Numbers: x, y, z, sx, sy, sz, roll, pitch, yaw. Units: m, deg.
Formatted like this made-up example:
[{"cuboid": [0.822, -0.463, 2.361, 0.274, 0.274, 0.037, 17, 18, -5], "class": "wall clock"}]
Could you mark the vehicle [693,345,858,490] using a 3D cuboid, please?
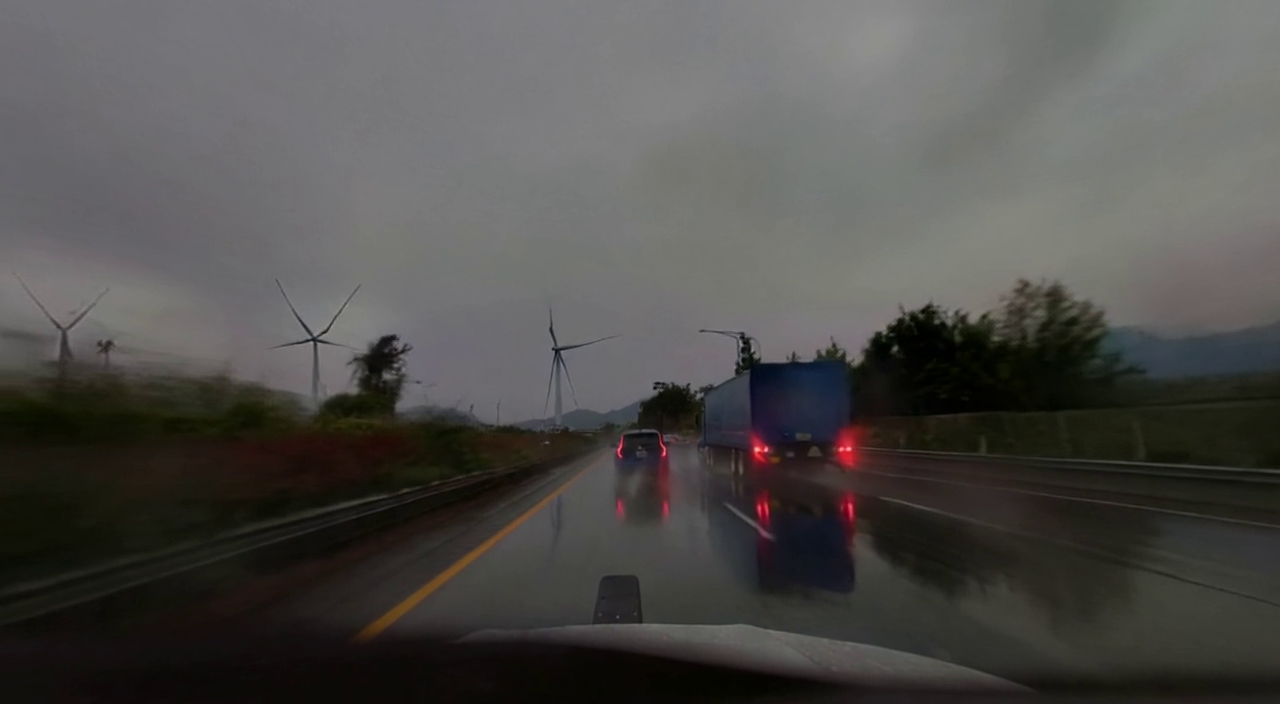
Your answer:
[{"cuboid": [4.453, 2.811, 25.344, 3.129, 4.126, 14.913, 0, -8, -1], "class": "vehicle"}]

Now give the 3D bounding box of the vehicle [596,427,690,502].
[{"cuboid": [0.042, 2.733, 15.844, 2.038, 1.624, 4.312, 0, -8, -1], "class": "vehicle"}]
